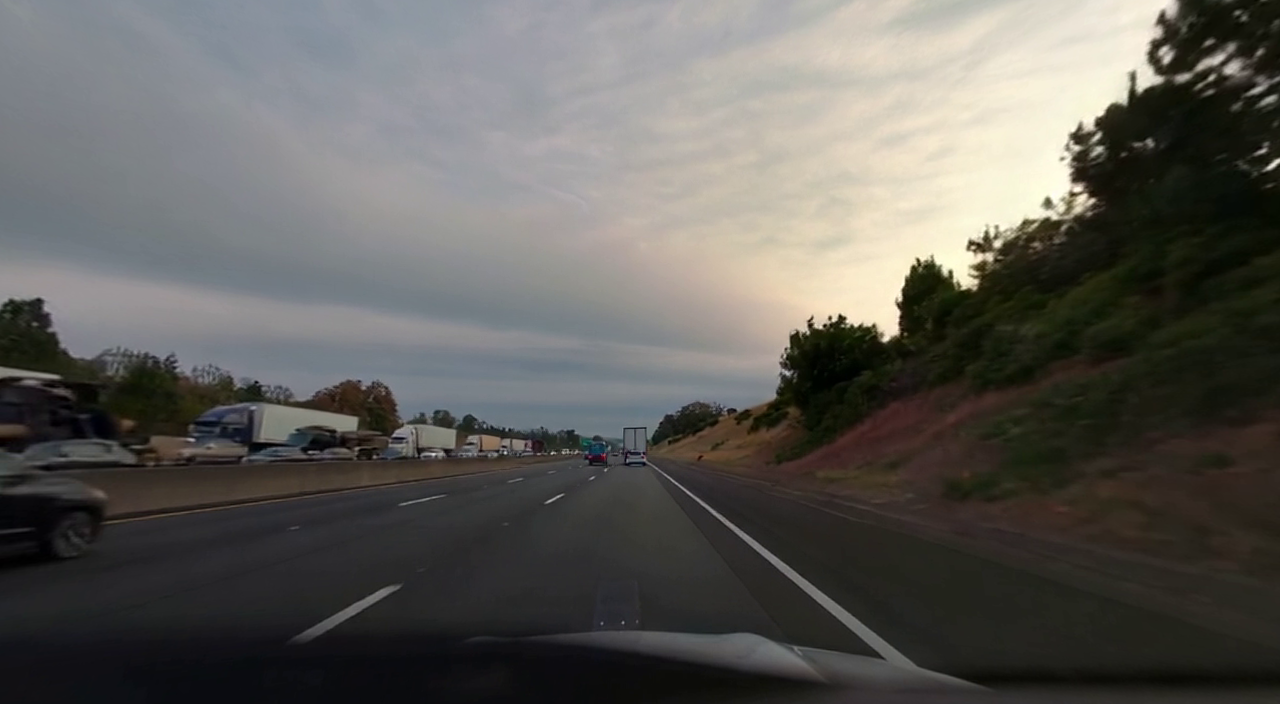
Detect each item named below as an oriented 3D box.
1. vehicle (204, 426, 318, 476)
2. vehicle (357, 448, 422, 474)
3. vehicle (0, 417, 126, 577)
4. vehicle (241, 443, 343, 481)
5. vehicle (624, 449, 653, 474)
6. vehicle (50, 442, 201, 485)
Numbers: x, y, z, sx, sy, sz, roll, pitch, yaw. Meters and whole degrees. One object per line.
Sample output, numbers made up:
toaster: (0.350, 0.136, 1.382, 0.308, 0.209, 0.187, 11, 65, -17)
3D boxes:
vehicle: (-19.109, 5.053, 32.241, 2.223, 2.287, 5.862, 0, -9, -1)
vehicle: (-14.562, 6.353, 36.918, 1.976, 1.423, 4.416, 0, -9, 0)
vehicle: (-7.632, 1.385, 5.768, 2.004, 1.629, 4.506, 0, -9, 0)
vehicle: (-14.389, 4.572, 26.368, 1.891, 1.426, 4.156, 0, -9, -1)
vehicle: (-0.128, 7.819, 45.057, 2.009, 1.657, 3.962, 0, -9, -1)
vehicle: (-19.306, 4.196, 23.986, 1.948, 1.434, 4.490, 0, -9, 0)
